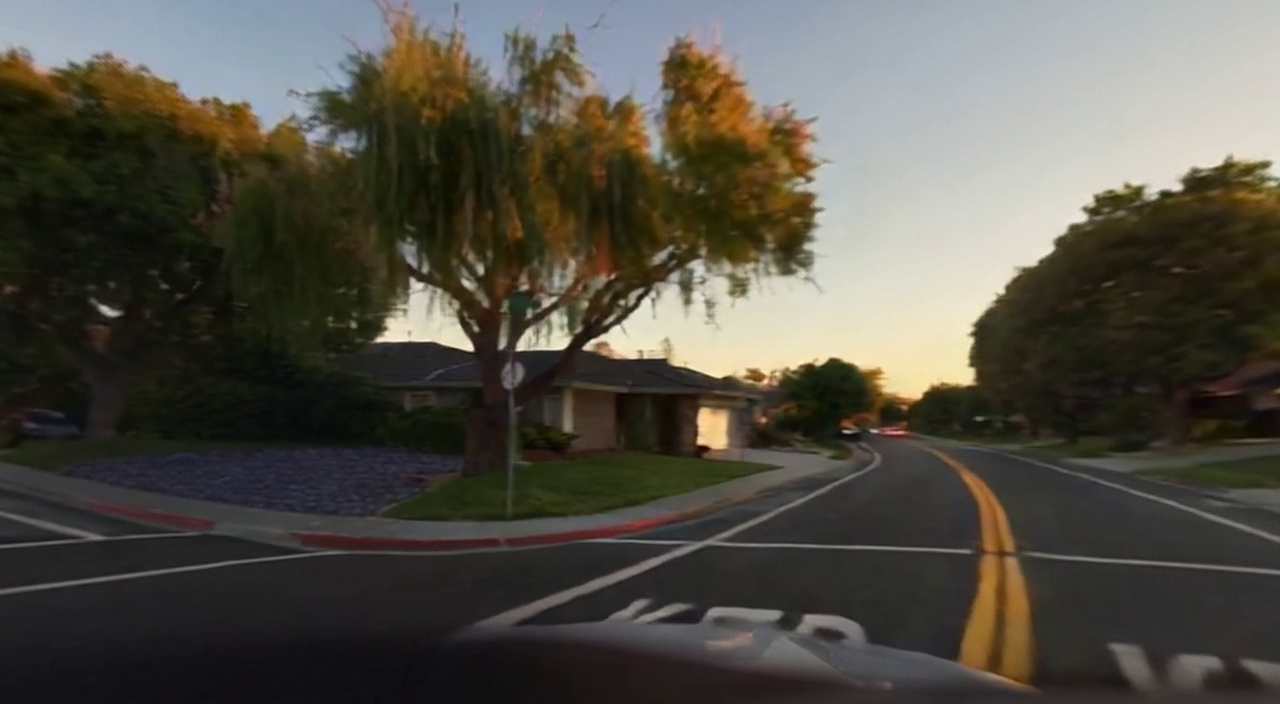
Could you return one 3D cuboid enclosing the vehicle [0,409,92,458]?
[{"bbox_3d":[-20.400,2.771,21.200,4.629,1.477,1.860,-6,-11,36],"label":"vehicle"}]
